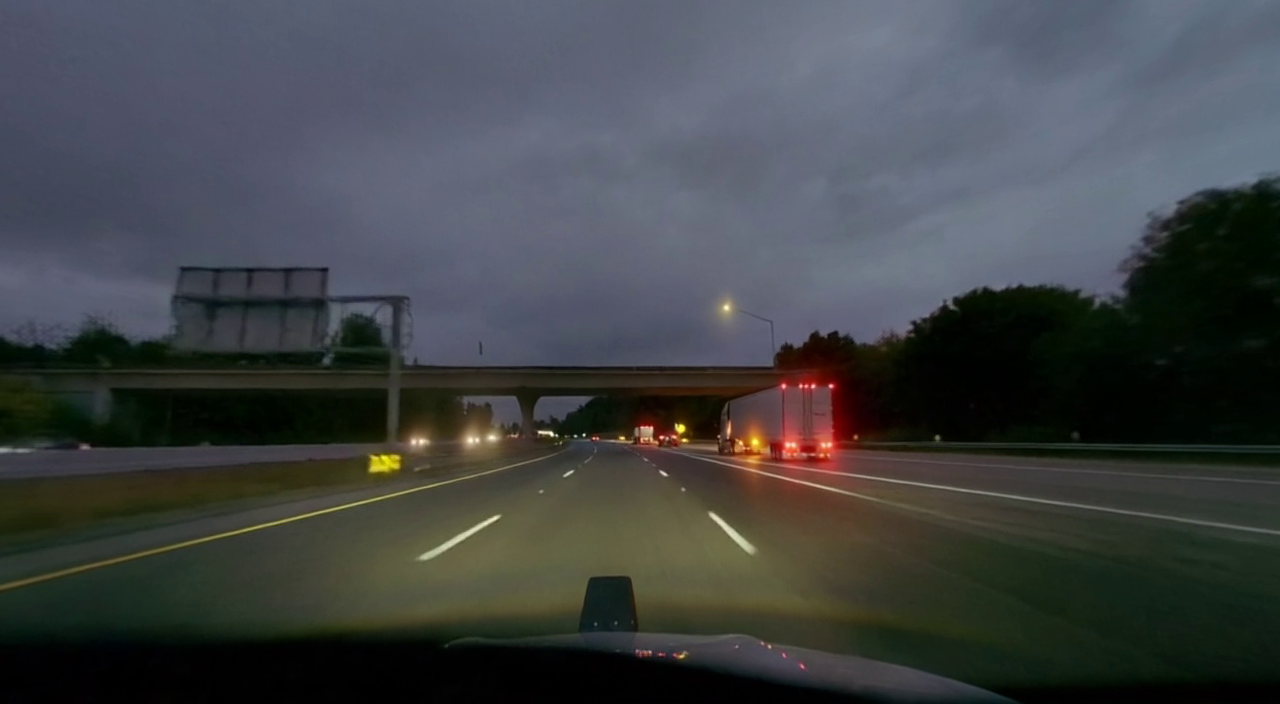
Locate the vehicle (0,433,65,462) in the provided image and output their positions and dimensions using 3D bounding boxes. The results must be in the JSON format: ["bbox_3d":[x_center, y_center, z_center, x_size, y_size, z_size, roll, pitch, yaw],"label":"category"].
[{"bbox_3d":[-34.563,5.236,34.483,1.774,1.499,4.516,-1,-8,2],"label":"vehicle"}]

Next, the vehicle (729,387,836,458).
[{"bbox_3d":[9.155,5.010,42.873,2.855,4.053,13.328,0,-8,-6],"label":"vehicle"}]
